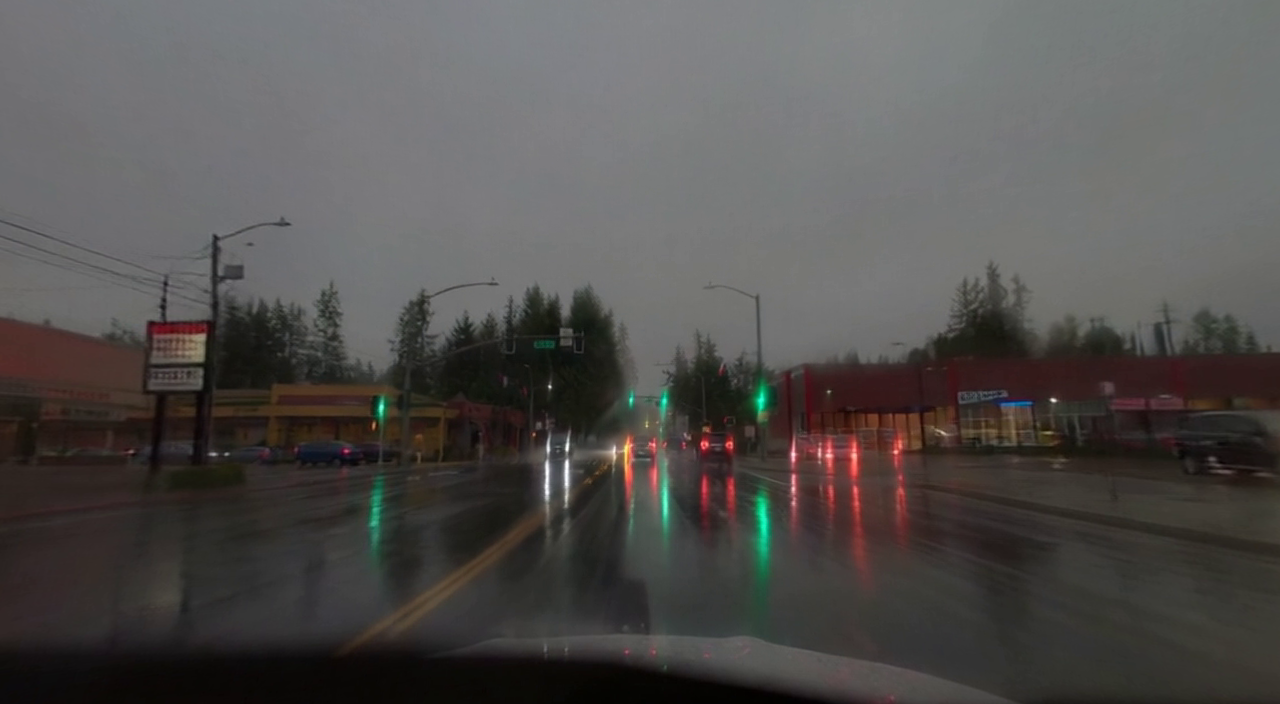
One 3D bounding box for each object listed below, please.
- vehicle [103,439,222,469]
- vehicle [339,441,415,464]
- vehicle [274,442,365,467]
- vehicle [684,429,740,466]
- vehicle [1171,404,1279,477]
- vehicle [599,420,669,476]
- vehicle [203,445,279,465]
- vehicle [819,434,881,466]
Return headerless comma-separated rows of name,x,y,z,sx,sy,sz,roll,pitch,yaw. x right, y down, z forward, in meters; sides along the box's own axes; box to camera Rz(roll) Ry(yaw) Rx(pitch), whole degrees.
vehicle,-31.522,6.741,41.718,5.964,1.893,2.363,0,-8,1
vehicle,-18.731,7.173,45.040,4.561,1.531,1.990,0,-8,1
vehicle,-21.053,6.738,41.501,4.839,1.604,2.058,-1,-8,3
vehicle,3.617,4.917,32.576,2.276,1.787,4.630,0,-8,-1
vehicle,16.665,2.170,15.559,4.901,1.674,2.251,-1,-8,4
vehicle,-0.228,3.978,26.244,2.638,2.065,5.313,0,-8,0
vehicle,-30.642,7.900,48.468,4.466,1.527,2.028,0,-8,2
vehicle,10.268,4.725,30.568,2.002,1.427,4.436,-5,-9,28
